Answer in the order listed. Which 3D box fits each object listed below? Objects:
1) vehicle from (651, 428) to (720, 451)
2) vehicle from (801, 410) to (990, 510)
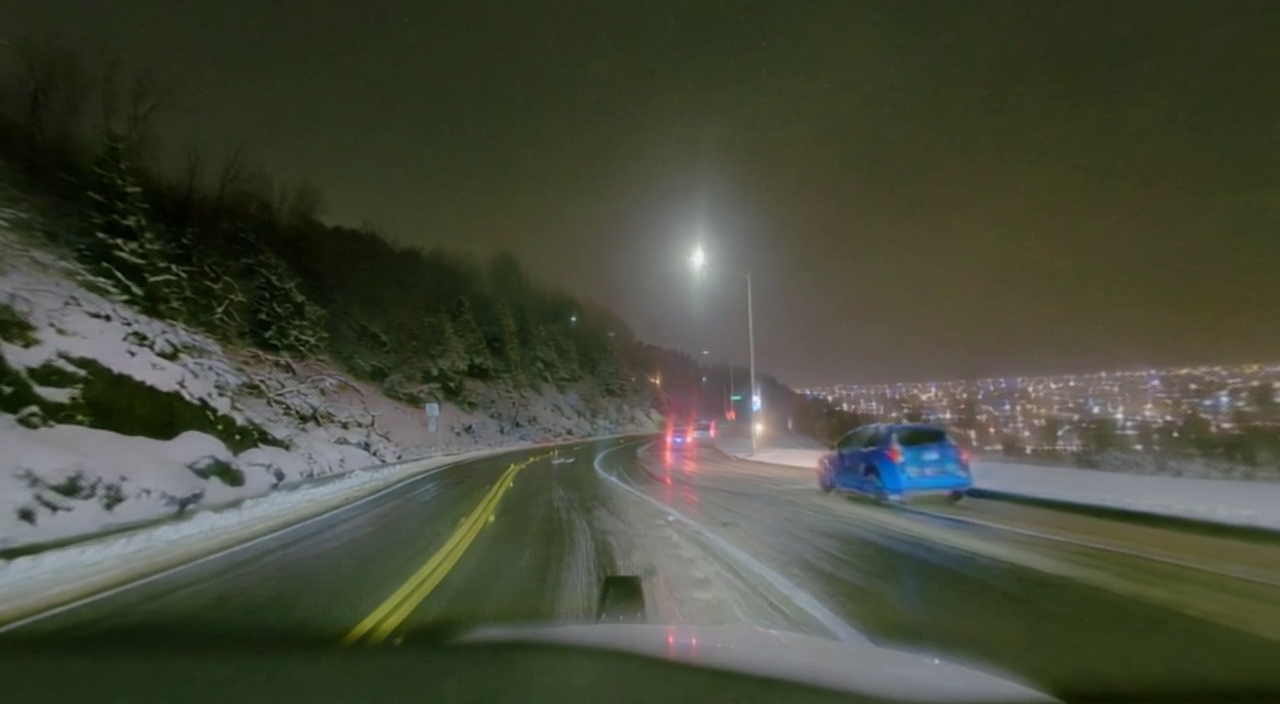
[{"bbox_3d":[3.338,6.278,45.619,4.963,1.585,2.155,6,-10,-42],"label":"vehicle"},{"bbox_3d":[5.367,2.138,12.956,2.064,1.667,4.453,-8,-11,42],"label":"vehicle"}]
